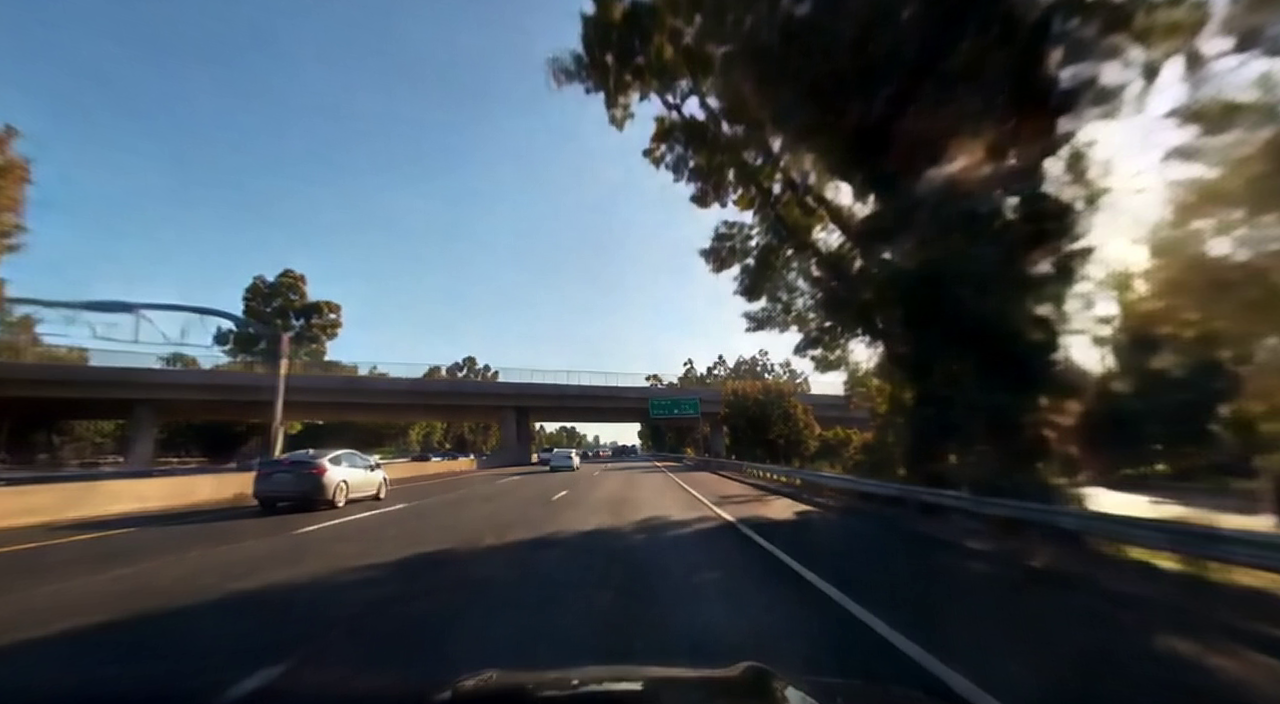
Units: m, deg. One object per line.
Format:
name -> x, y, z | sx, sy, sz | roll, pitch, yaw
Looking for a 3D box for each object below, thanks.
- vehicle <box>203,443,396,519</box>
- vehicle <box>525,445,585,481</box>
vehicle -> -7.734, 2.947, 14.985 | 2.002, 1.507, 4.631 | 0, -9, 0
vehicle -> -3.944, 5.252, 30.127 | 2.102, 1.571, 4.666 | 0, -9, 1
